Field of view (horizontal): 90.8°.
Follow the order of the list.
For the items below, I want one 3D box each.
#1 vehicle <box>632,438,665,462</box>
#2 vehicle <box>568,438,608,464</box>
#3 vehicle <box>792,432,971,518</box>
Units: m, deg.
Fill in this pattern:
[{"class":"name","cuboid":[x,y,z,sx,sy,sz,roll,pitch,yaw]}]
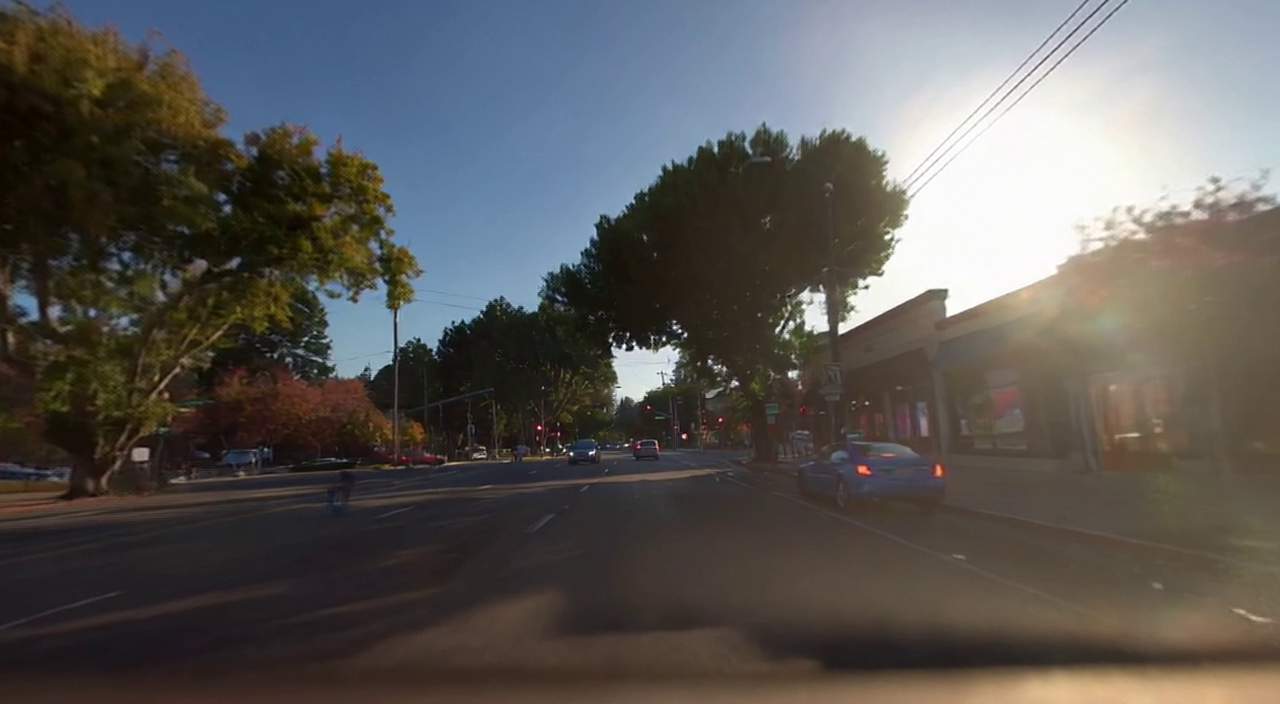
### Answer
[{"class":"vehicle","cuboid":[0.580,6.373,41.320,2.059,1.456,4.047,0,-8,1]},{"class":"vehicle","cuboid":[-3.096,6.021,38.532,2.032,1.467,4.411,0,-8,1]},{"class":"vehicle","cuboid":[4.729,2.454,13.112,1.942,1.469,4.049,0,-8,-3]}]
